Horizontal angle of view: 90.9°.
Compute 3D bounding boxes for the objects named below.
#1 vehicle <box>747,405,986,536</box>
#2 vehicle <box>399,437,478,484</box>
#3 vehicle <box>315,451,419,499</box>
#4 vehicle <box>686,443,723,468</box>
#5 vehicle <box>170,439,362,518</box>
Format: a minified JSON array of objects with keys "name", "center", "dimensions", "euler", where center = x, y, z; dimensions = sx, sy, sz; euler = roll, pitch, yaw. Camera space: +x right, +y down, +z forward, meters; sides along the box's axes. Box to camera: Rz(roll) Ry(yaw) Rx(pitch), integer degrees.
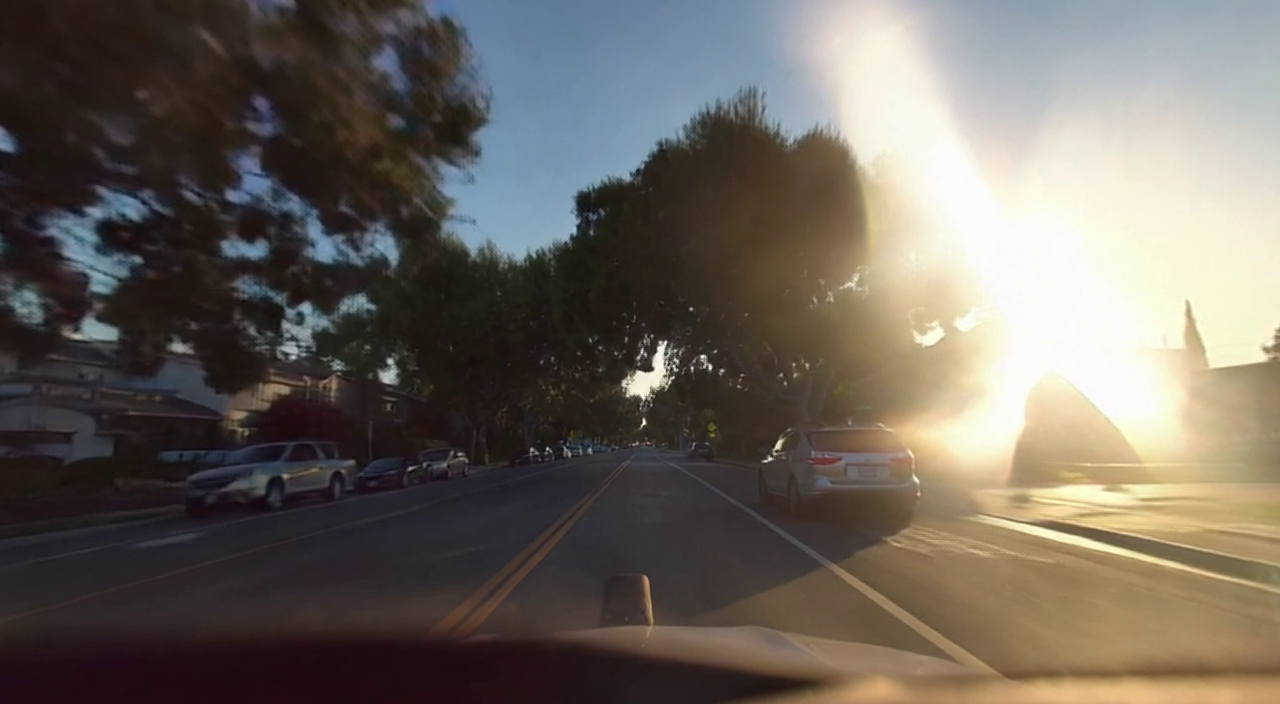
[{"name":"vehicle","center":[3.800,2.163,12.180],"dimensions":[2.497,1.889,5.833],"euler":[0,-8,1]},{"name":"vehicle","center":[-10.358,5.620,32.964],"dimensions":[2.254,2.127,5.697],"euler":[-3,-9,0]},{"name":"vehicle","center":[-10.490,4.729,24.667],"dimensions":[2.006,1.476,4.570],"euler":[-3,-8,1]},{"name":"vehicle","center":[3.987,6.503,39.819],"dimensions":[1.956,1.492,4.425],"euler":[0,-8,1]},{"name":"vehicle","center":[-10.567,3.575,18.572],"dimensions":[2.261,1.851,5.724],"euler":[-2,-8,-1]}]
